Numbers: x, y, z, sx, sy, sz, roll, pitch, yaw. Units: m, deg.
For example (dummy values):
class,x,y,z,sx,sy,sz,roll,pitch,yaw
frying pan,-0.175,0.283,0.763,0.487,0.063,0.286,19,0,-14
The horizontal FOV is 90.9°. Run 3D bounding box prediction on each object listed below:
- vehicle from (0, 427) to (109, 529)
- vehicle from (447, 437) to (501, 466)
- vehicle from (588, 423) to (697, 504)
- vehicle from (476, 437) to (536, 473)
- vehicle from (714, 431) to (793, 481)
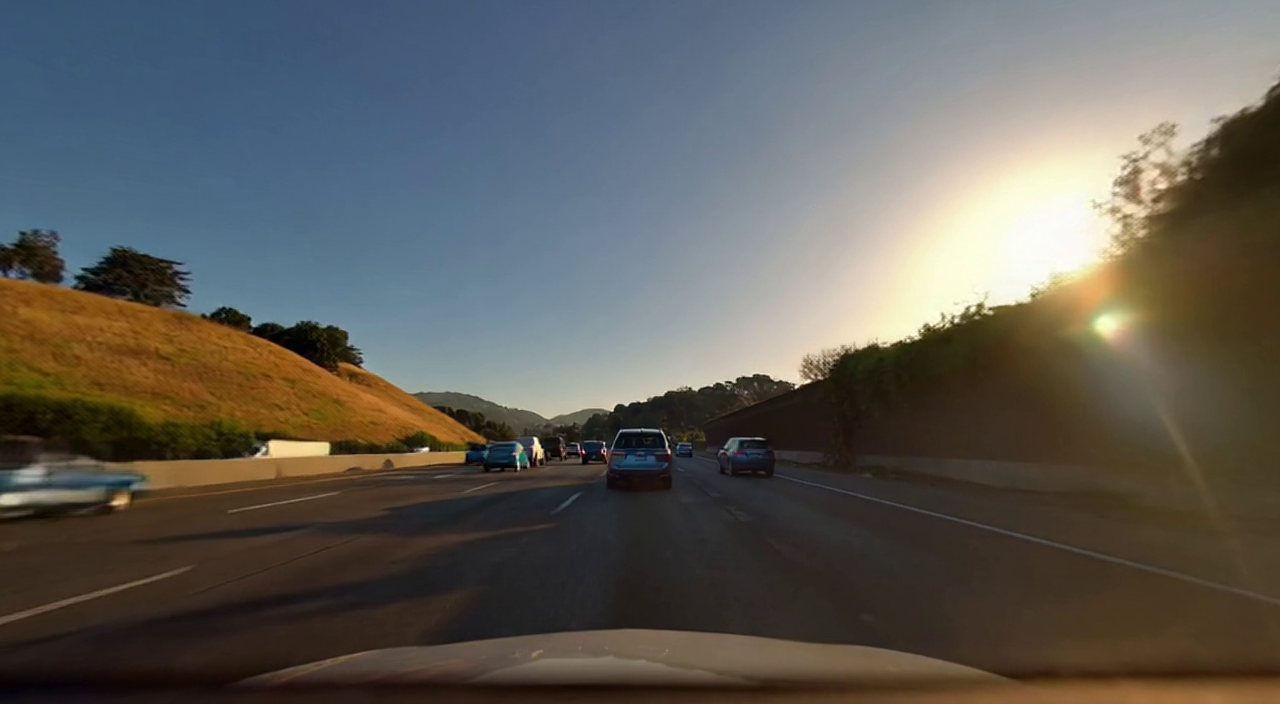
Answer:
class,x,y,z,sx,sy,sz,roll,pitch,yaw
vehicle,-11.469,2.010,9.966,1.999,1.643,4.717,0,-8,0
vehicle,-11.048,6.659,42.408,2.223,1.781,5.098,0,-8,0
vehicle,0.081,2.844,16.410,2.447,1.804,4.273,0,-8,1
vehicle,-6.750,5.253,32.320,2.024,1.706,4.462,0,-8,1
vehicle,4.580,4.335,26.549,2.204,1.852,5.845,0,-8,0
